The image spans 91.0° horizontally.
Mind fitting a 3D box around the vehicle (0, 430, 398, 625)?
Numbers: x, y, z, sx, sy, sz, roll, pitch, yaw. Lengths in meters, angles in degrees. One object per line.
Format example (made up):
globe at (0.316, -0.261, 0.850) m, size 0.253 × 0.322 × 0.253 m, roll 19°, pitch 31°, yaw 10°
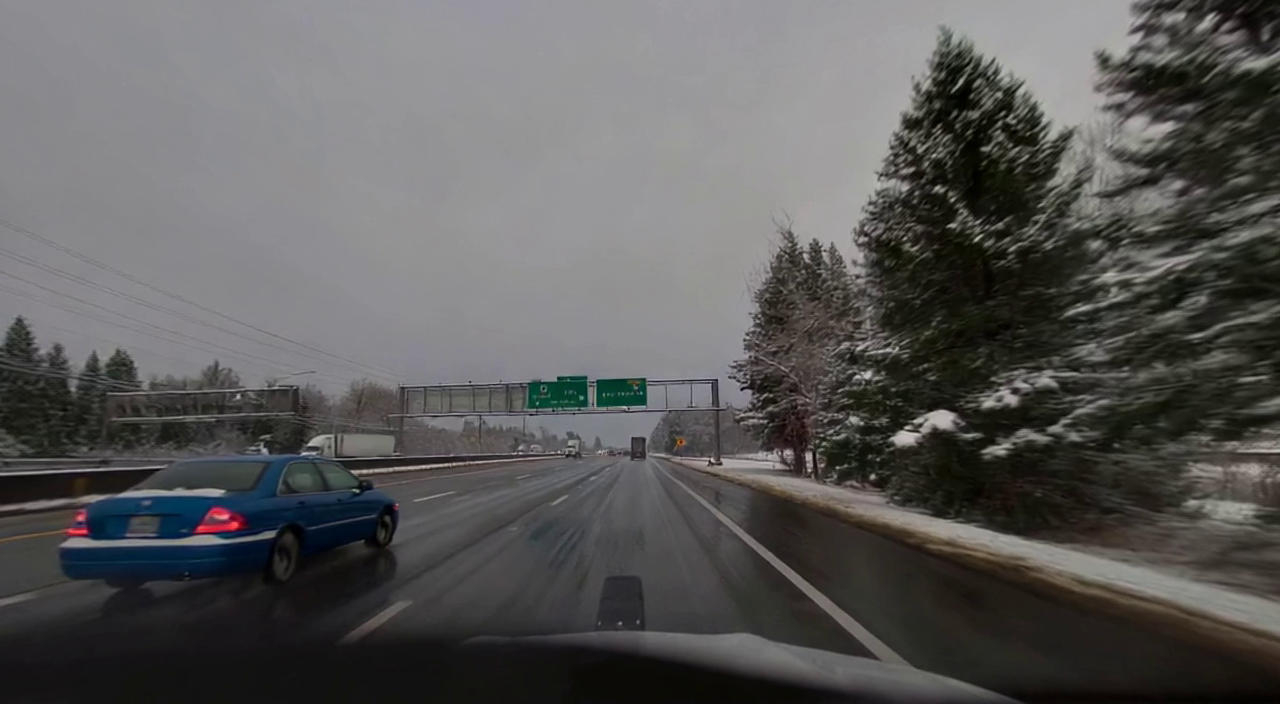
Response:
vehicle at (-4.725, 1.717, 7.205) m, size 2.104 × 1.501 × 4.459 m, roll 0°, pitch -9°, yaw 1°
